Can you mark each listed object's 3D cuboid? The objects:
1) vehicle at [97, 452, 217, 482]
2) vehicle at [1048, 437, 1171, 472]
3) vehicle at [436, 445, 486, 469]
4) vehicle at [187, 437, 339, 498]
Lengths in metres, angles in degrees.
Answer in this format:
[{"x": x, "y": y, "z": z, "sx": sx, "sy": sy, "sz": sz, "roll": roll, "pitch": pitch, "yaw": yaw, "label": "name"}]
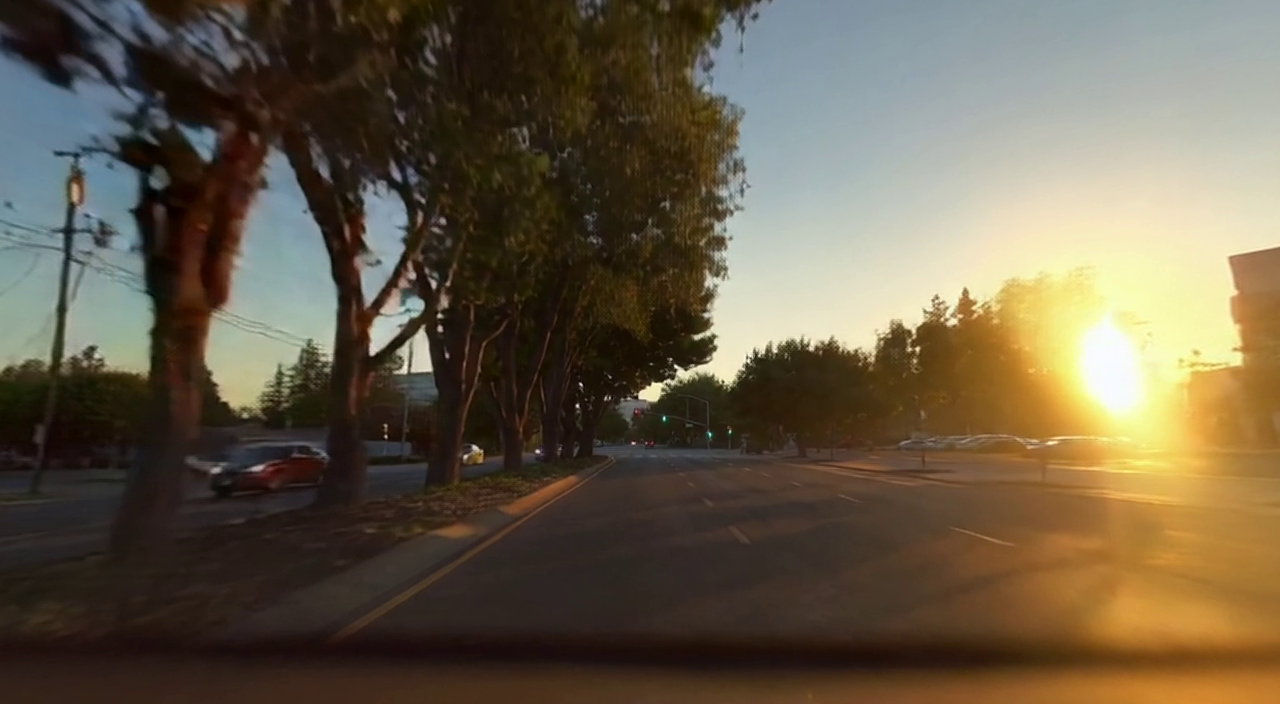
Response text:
[{"x": -25.212, "y": 6.002, "z": 33.036, "sx": 4.663, "sy": 1.464, "sz": 1.906, "roll": 0, "pitch": -8, "yaw": -1, "label": "vehicle"}, {"x": 21.515, "y": 4.701, "z": 29.003, "sx": 4.176, "sy": 1.490, "sz": 1.871, "roll": 0, "pitch": -8, "yaw": -3, "label": "vehicle"}, {"x": -11.365, "y": 6.679, "z": 40.276, "sx": 1.816, "sy": 1.457, "sz": 4.386, "roll": 0, "pitch": -8, "yaw": 1, "label": "vehicle"}, {"x": -12.097, "y": 3.701, "z": 20.704, "sx": 2.056, "sy": 1.763, "sz": 4.629, "roll": 0, "pitch": -8, "yaw": 1, "label": "vehicle"}]
